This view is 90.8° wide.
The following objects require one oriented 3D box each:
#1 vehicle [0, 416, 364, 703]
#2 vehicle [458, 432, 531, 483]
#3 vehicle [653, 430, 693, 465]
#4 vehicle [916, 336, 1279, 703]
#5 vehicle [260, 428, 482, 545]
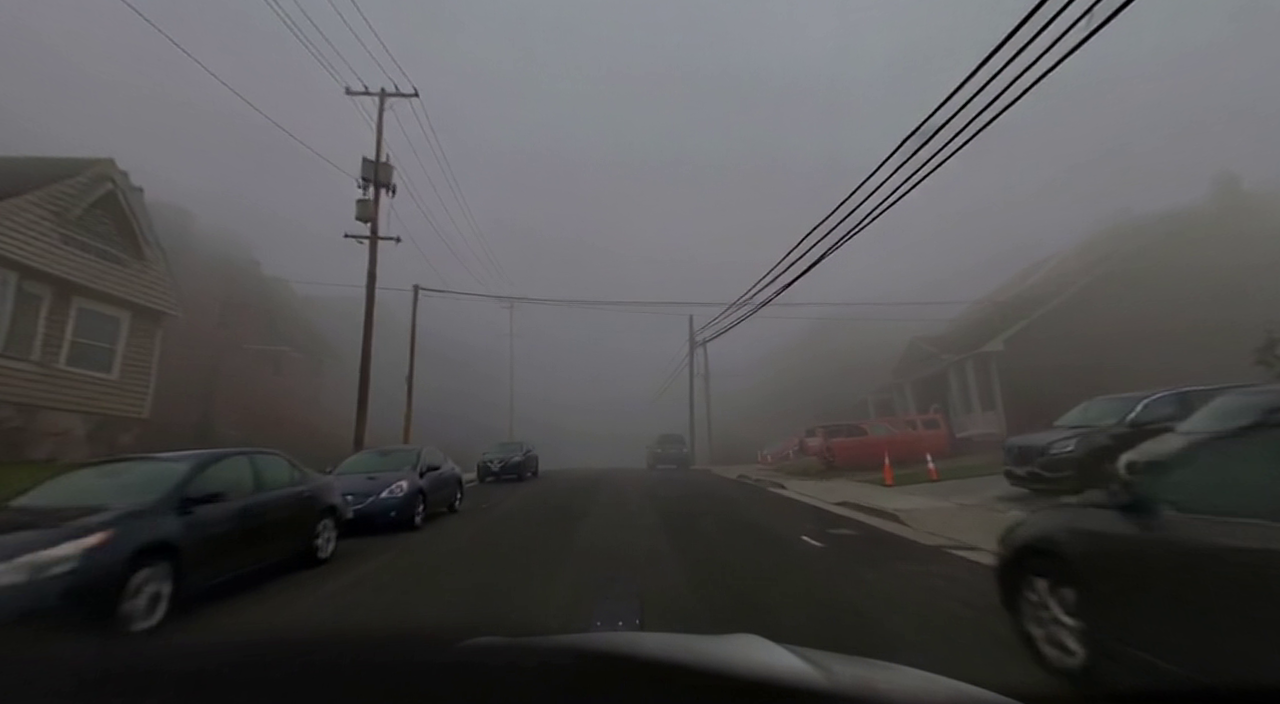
[{"bbox_3d":[-4.332,1.455,5.600,1.975,1.513,4.406,-2,-8,-2],"label":"vehicle"},{"bbox_3d":[-5.272,3.811,23.335,1.967,1.656,3.924,1,-7,-4],"label":"vehicle"},{"bbox_3d":[2.176,6.445,42.789,2.343,2.229,4.199,0,-8,-2],"label":"vehicle"},{"bbox_3d":[3.205,0.784,2.335,1.957,1.644,4.433,1,-8,-6],"label":"vehicle"},{"bbox_3d":[-4.550,2.271,11.736,2.084,1.522,4.925,3,-6,-2],"label":"vehicle"}]
